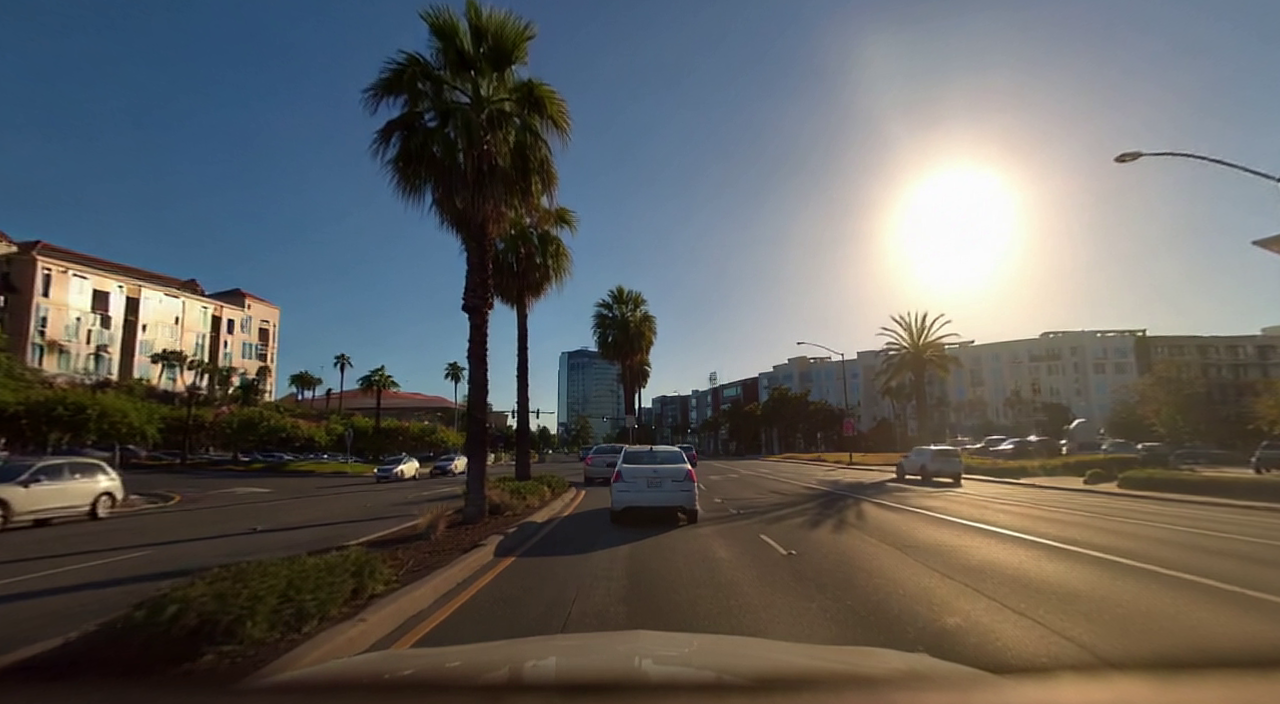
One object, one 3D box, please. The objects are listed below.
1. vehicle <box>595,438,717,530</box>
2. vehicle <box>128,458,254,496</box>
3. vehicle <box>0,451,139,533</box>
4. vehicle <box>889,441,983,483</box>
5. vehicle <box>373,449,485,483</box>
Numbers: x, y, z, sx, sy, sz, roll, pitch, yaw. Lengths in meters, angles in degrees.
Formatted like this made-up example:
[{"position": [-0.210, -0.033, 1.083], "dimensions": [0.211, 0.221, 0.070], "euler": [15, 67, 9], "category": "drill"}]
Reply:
[{"position": [0.234, 2.493, 12.521], "dimensions": [1.986, 1.473, 4.382], "euler": [0, -9, -1], "category": "vehicle"}, {"position": [-18.624, 5.143, 26.284], "dimensions": [4.071, 1.442, 1.948], "euler": [-2, -9, 13], "category": "vehicle"}, {"position": [-13.726, 3.008, 13.874], "dimensions": [1.858, 1.604, 4.331], "euler": [-1, -9, 0], "category": "vehicle"}, {"position": [13.914, 5.186, 30.131], "dimensions": [2.131, 1.832, 5.203], "euler": [0, -9, 2], "category": "vehicle"}, {"position": [-9.937, 5.346, 29.849], "dimensions": [4.585, 1.479, 2.088], "euler": [-3, -9, 18], "category": "vehicle"}]
